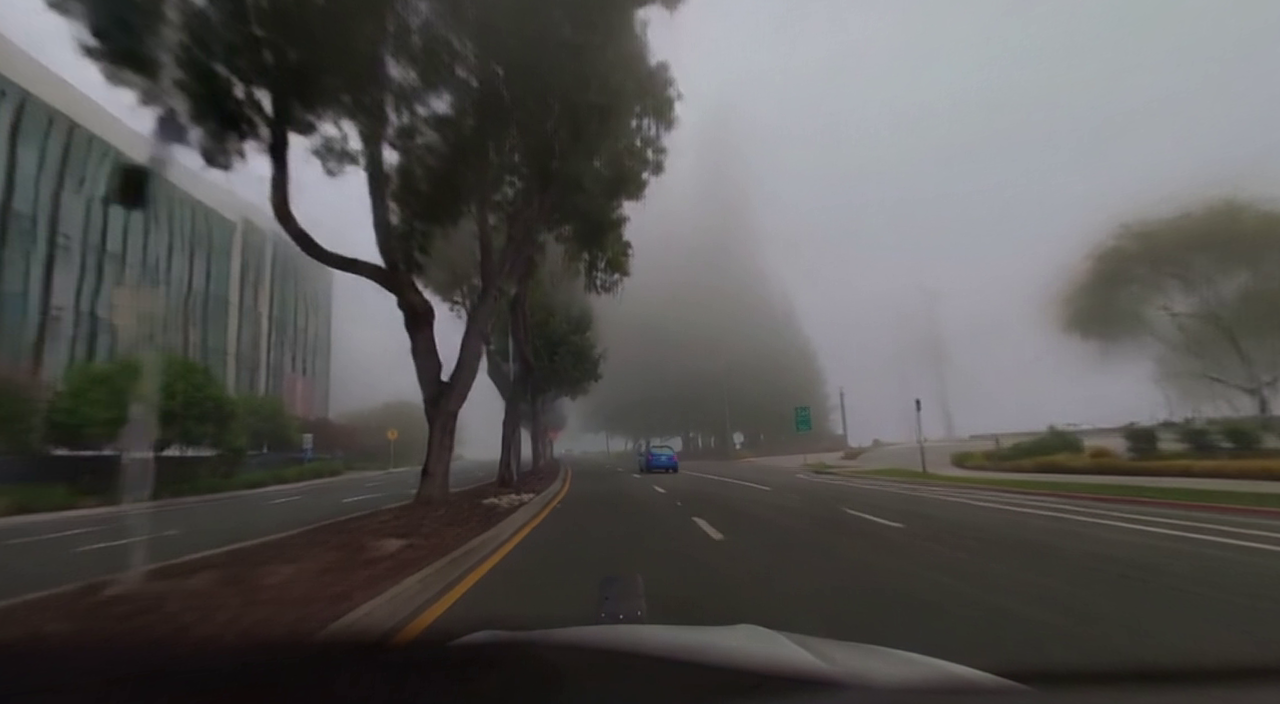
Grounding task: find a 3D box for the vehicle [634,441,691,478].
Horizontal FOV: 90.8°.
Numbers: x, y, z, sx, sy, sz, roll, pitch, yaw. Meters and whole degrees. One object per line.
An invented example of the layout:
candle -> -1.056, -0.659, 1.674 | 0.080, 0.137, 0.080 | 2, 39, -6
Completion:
vehicle -> 0.991, 5.180, 30.784 | 2.165, 1.633, 4.381 | 0, -9, -6
